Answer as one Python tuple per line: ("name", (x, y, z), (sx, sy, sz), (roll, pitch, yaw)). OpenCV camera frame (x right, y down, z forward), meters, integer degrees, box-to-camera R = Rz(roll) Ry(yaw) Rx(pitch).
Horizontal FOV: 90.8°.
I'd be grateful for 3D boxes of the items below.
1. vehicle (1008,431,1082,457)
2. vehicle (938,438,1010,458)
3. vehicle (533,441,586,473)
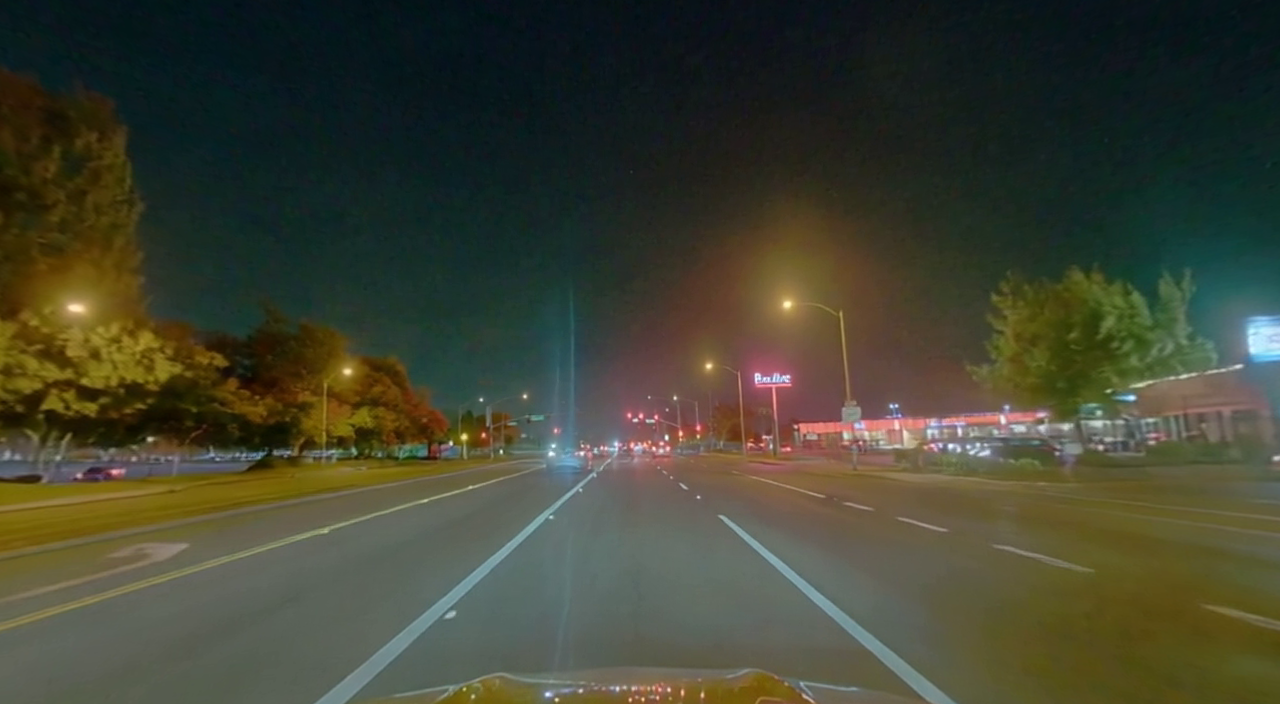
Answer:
("vehicle", (30.352, 6.913, 47.506), (4.265, 1.659, 2.239), (-6, -9, 23))
("vehicle", (24.731, 7.133, 47.029), (4.554, 1.470, 2.020), (-4, -9, 24))
("vehicle", (-3.927, 5.216, 31.690), (2.097, 1.497, 4.571), (0, -8, 0))
